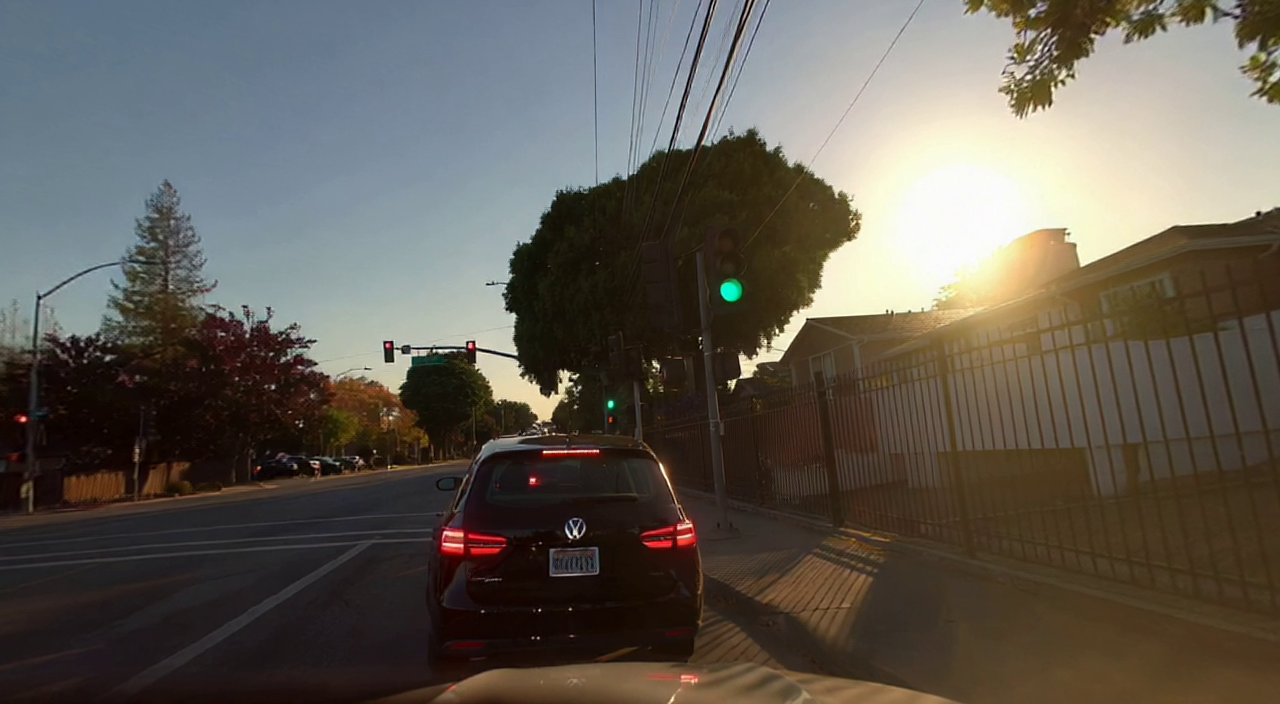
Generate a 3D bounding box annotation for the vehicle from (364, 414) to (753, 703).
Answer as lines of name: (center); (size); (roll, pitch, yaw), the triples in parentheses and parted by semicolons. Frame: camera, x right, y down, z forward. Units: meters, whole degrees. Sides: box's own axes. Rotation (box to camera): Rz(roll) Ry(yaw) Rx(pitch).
vehicle: (-0.669, 1.363, 5.229); (2.024, 1.502, 3.702); (1, -9, -9)
